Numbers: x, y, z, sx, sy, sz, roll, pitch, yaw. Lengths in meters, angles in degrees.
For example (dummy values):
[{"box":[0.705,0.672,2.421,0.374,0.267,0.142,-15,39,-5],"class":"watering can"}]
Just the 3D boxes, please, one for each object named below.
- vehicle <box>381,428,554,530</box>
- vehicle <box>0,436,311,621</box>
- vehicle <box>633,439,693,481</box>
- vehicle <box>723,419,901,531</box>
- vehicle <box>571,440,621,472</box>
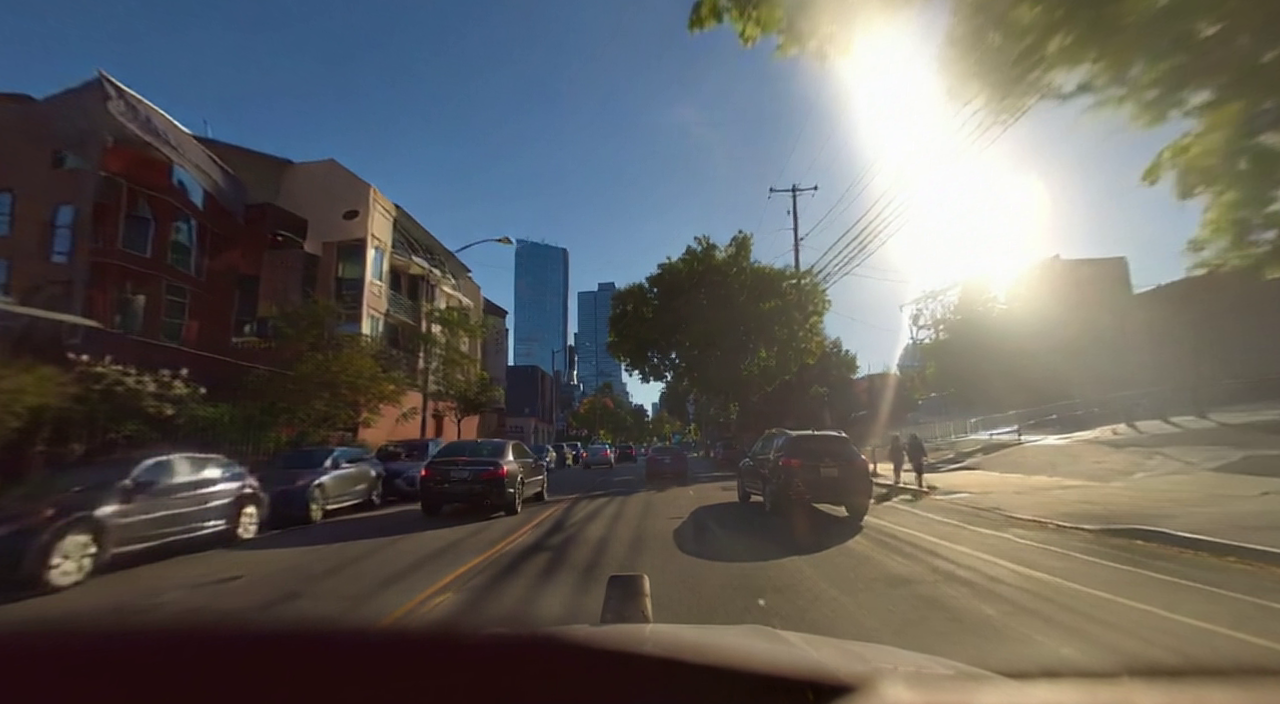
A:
[{"box":[-3.058,2.337,12.202,2.085,1.619,3.976,-1,-8,2],"class":"vehicle"},{"box":[-6.049,1.773,7.389,1.863,1.506,4.265,-1,-8,3],"class":"vehicle"},{"box":[0.882,4.172,24.718,2.139,1.466,4.373,-1,-8,1],"class":"vehicle"},{"box":[2.946,2.224,12.001,2.094,1.709,4.394,0,-8,-1],"class":"vehicle"},{"box":[-2.184,5.323,32.536,2.019,1.507,4.643,-1,-8,2],"class":"vehicle"}]
